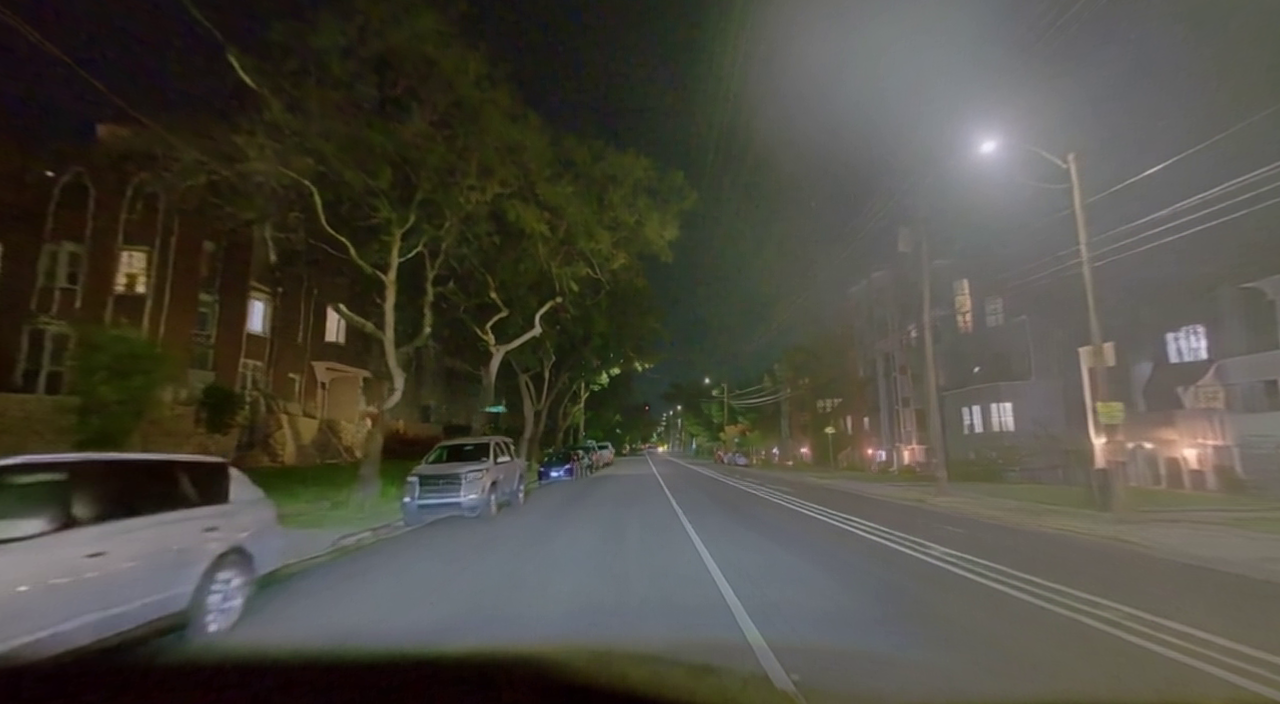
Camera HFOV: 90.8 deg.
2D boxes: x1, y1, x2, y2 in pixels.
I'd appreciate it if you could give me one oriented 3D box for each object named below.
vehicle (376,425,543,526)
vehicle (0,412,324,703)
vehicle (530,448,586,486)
[{"bbox_3d":[-3.865,2.776,14.865,2.189,1.887,5.616,-1,-9,1],"label":"vehicle"},{"bbox_3d":[-3.621,1.092,2.992,1.825,1.542,4.715,-1,-8,0],"label":"vehicle"},{"bbox_3d":[-3.705,5.273,29.328,1.917,1.516,4.898,-2,-9,0],"label":"vehicle"}]
